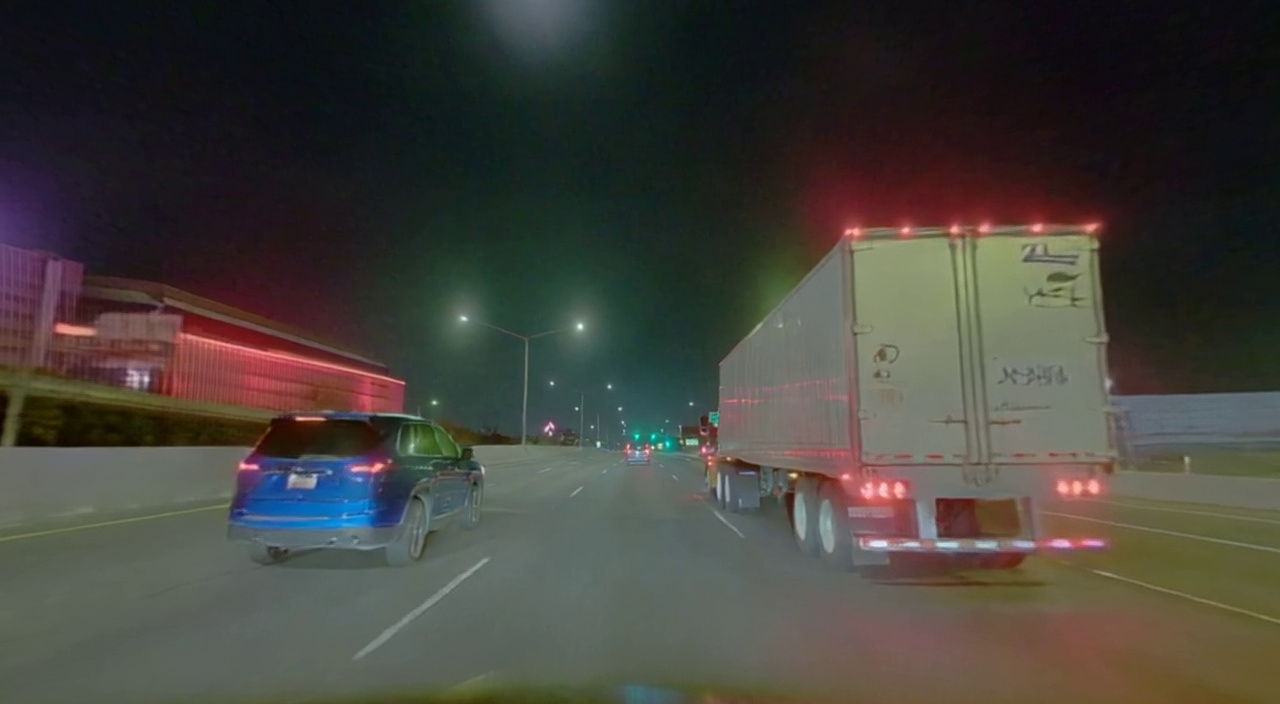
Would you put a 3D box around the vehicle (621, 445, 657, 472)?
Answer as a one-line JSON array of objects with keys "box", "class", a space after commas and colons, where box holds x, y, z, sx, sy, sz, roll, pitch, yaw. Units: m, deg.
[{"box": [-0.072, 5.953, 35.590, 1.929, 1.395, 3.999, 0, -8, 0], "class": "vehicle"}]

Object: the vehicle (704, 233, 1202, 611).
[{"box": [3.242, 1.350, 11.026, 2.934, 3.325, 10.986, 0, -8, -1], "class": "vehicle"}]

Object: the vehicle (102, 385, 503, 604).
[{"box": [-3.320, 1.531, 7.665, 2.229, 1.806, 4.698, 0, -8, 0], "class": "vehicle"}]
